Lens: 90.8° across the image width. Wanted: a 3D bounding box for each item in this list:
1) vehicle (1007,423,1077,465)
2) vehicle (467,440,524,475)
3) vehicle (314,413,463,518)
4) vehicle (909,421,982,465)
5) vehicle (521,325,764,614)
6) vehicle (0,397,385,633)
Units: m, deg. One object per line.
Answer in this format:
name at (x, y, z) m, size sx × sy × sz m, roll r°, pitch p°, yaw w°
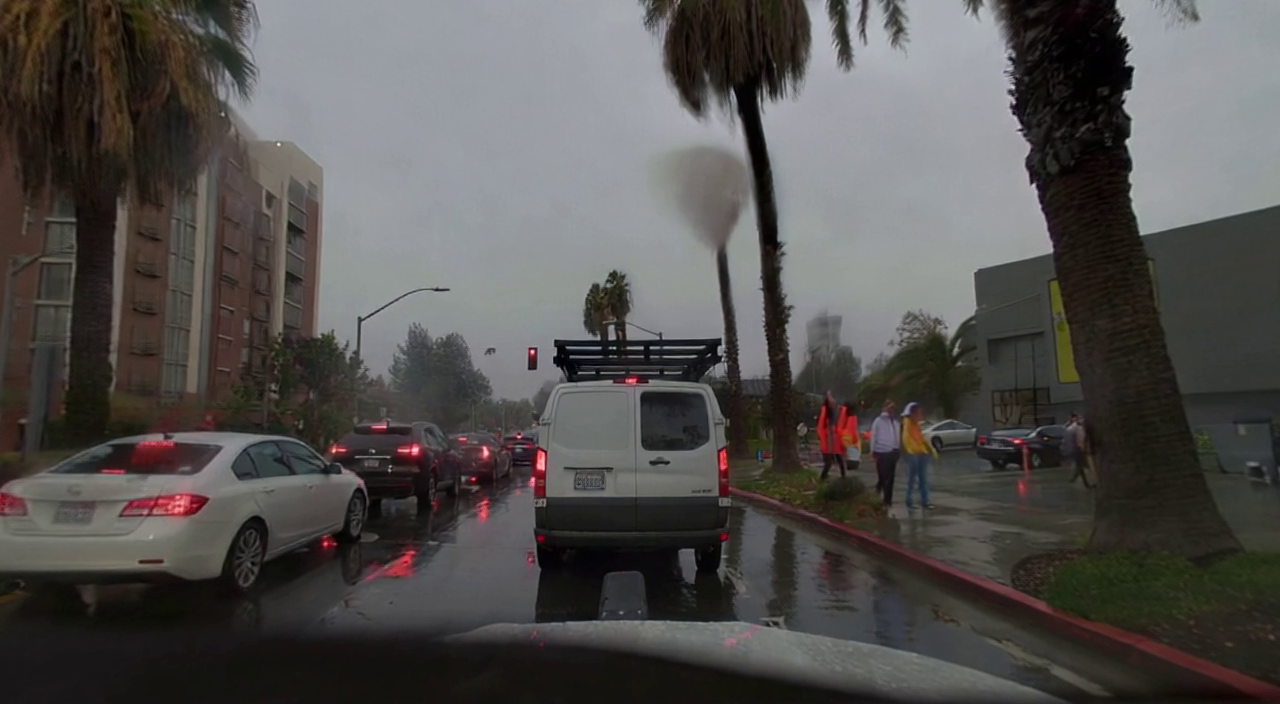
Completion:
vehicle at (15.790, 3.621, 24.728) m, size 2.048 × 1.475 × 3.972 m, roll -6°, pitch -10°, yaw 34°
vehicle at (-6.833, 4.892, 29.576) m, size 1.818 × 1.479 × 4.428 m, roll 4°, pitch -9°, yaw -22°
vehicle at (-5.208, 2.412, 13.899) m, size 2.089 × 1.854 × 5.022 m, roll 2°, pitch -9°, yaw -11°
vehicle at (12.652, 3.764, 26.053) m, size 2.046 × 1.675 × 3.924 m, roll -6°, pitch -10°, yaw 33°
vehicle at (-0.197, 1.222, 7.175) m, size 1.902 × 2.238 × 4.263 m, roll 1°, pitch -9°, yaw -6°
vehicle at (-4.397, 1.469, 6.669) m, size 1.986 × 1.643 × 4.315 m, roll 1°, pitch -9°, yaw -6°
